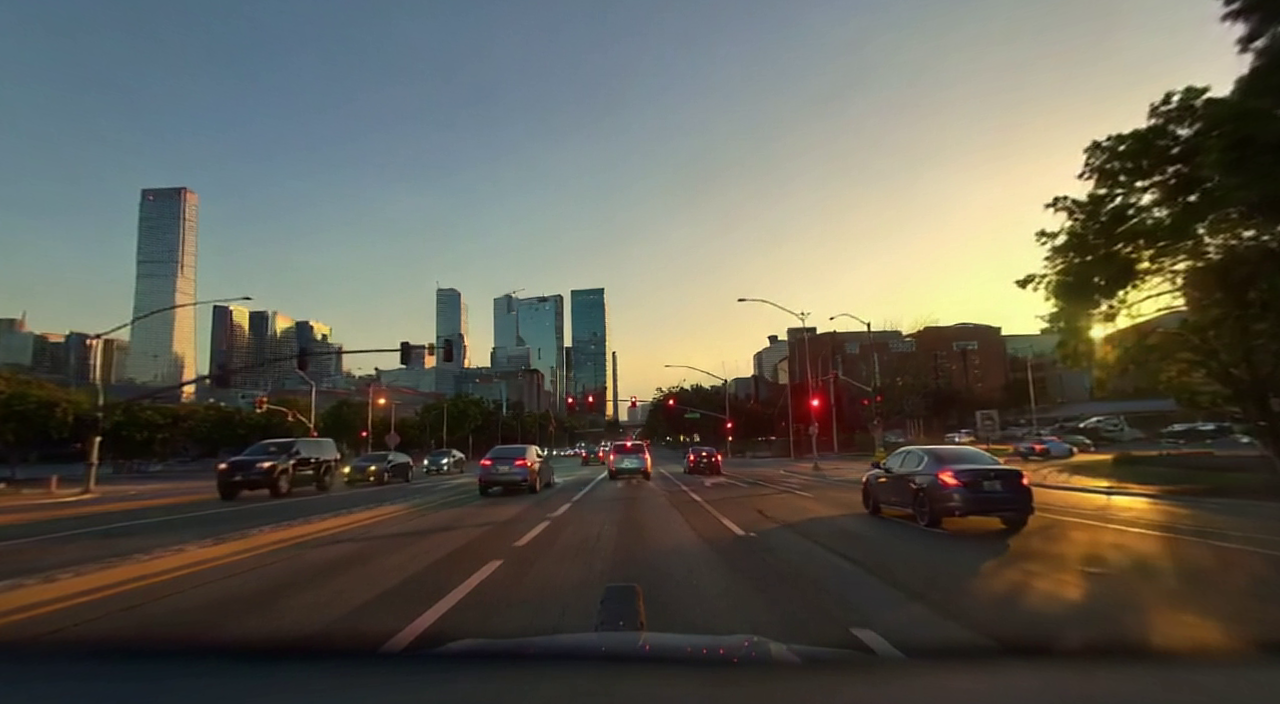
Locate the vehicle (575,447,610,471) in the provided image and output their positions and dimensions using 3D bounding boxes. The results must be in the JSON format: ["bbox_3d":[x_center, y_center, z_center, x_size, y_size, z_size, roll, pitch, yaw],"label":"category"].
[{"bbox_3d":[-3.123,7.100,42.259,2.002,1.502,4.057,0,-8,0],"label":"vehicle"}]

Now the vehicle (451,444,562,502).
[{"bbox_3d":[-3.727,3.462,18.560,2.163,1.474,4.413,0,-8,2],"label":"vehicle"}]

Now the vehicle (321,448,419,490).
[{"bbox_3d":[-10.751,4.653,25.535,1.924,1.479,4.508,0,-8,0],"label":"vehicle"}]

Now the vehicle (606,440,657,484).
[{"bbox_3d":[-0.327,4.676,27.199,2.008,1.716,4.125,0,-8,0],"label":"vehicle"}]

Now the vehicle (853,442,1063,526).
[{"bbox_3d":[6.418,2.678,13.517,2.028,1.451,4.625,0,-8,-1],"label":"vehicle"}]

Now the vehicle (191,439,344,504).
[{"bbox_3d":[-10.936,3.506,18.978,2.026,1.706,4.041,0,-8,1],"label":"vehicle"}]

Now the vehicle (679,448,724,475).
[{"bbox_3d":[3.427,6.152,35.757,2.014,1.430,4.103,0,-8,-2],"label":"vehicle"}]
